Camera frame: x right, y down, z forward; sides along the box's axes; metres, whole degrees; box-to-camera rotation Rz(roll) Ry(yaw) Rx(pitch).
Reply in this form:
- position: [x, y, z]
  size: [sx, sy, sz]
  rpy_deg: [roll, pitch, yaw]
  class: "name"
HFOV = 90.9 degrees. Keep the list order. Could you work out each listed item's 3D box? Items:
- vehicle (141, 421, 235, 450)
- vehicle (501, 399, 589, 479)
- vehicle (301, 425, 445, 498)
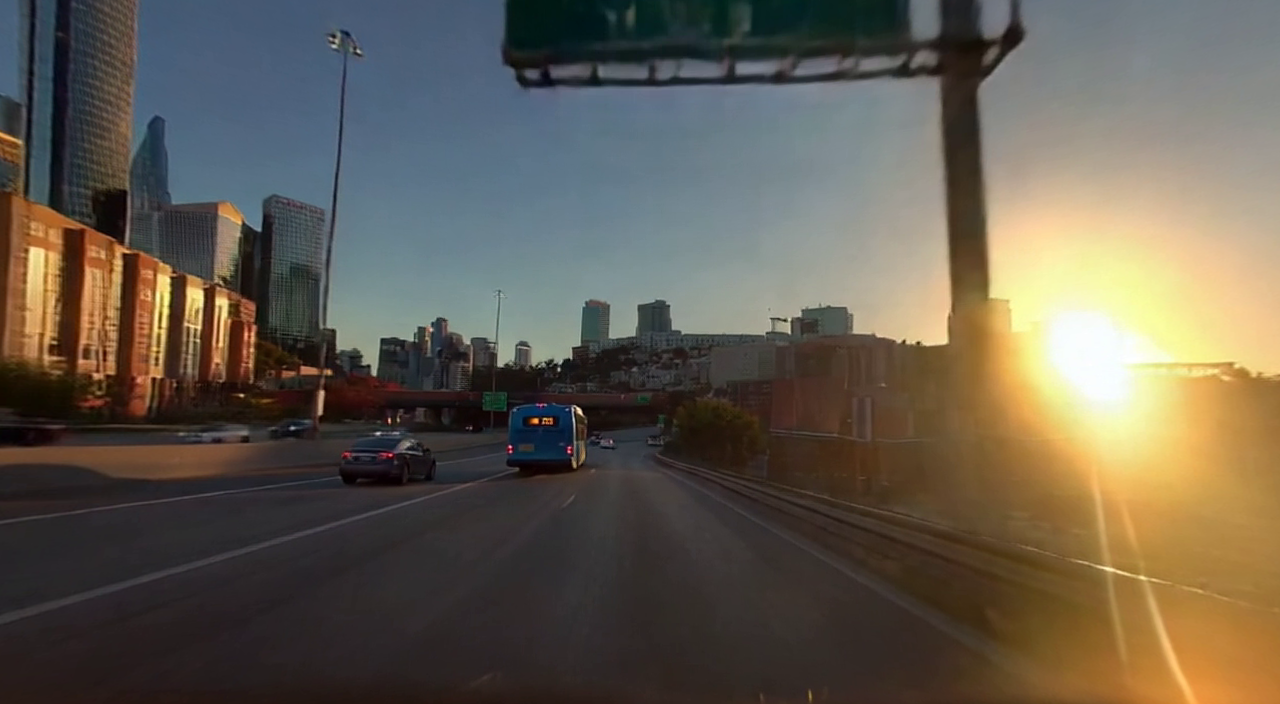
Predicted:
- position: [-25.881, 4.854, 36.322]
  size: [1.731, 1.496, 4.532]
  rpy_deg: [-1, -9, 6]
  class: "vehicle"
- position: [-3.842, 3.886, 27.499]
  size: [2.888, 2.944, 8.373]
  rpy_deg: [0, -9, -2]
  class: "vehicle"
- position: [-6.984, 2.904, 17.095]
  size: [1.993, 1.690, 4.450]
  rpy_deg: [0, -9, -1]
  class: "vehicle"
